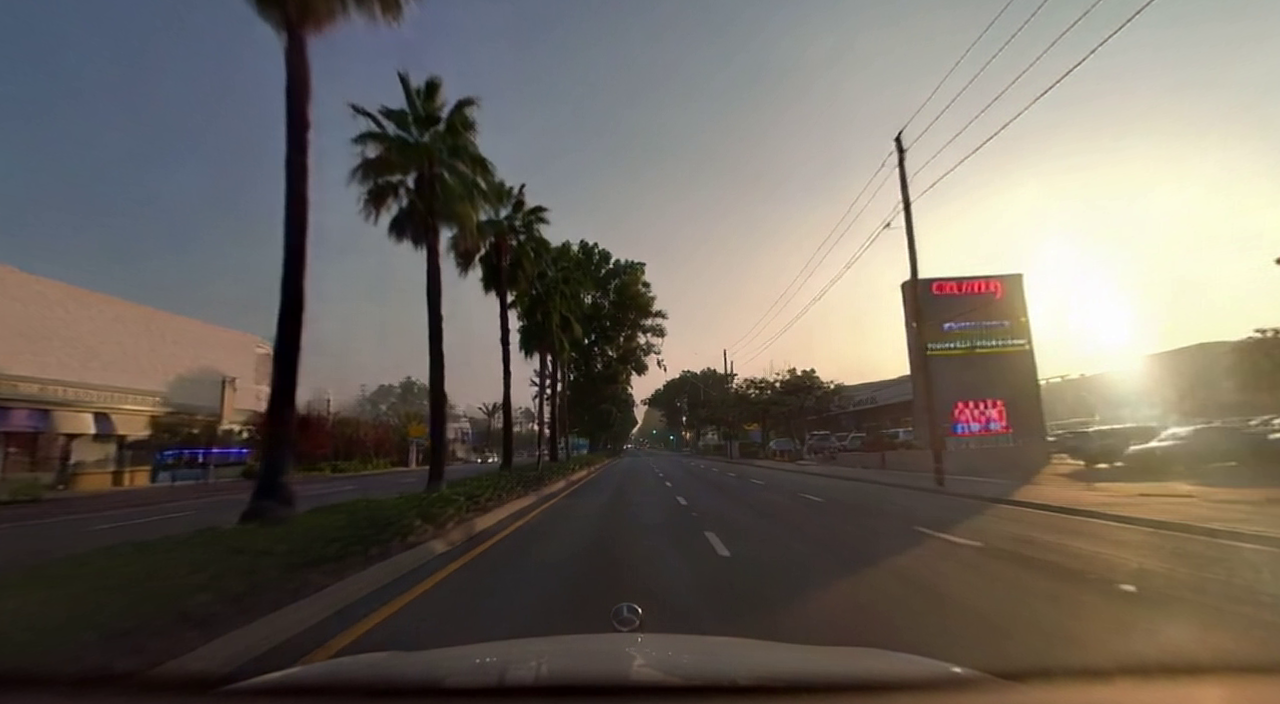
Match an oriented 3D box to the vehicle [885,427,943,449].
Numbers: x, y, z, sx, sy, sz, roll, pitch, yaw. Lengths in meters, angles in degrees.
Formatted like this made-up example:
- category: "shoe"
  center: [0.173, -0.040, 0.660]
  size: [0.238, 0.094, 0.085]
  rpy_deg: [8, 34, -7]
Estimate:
- category: "vehicle"
  center: [19.048, 6.026, 44.143]
  size: [1.797, 1.425, 4.645]
  rpy_deg: [0, -8, -2]
